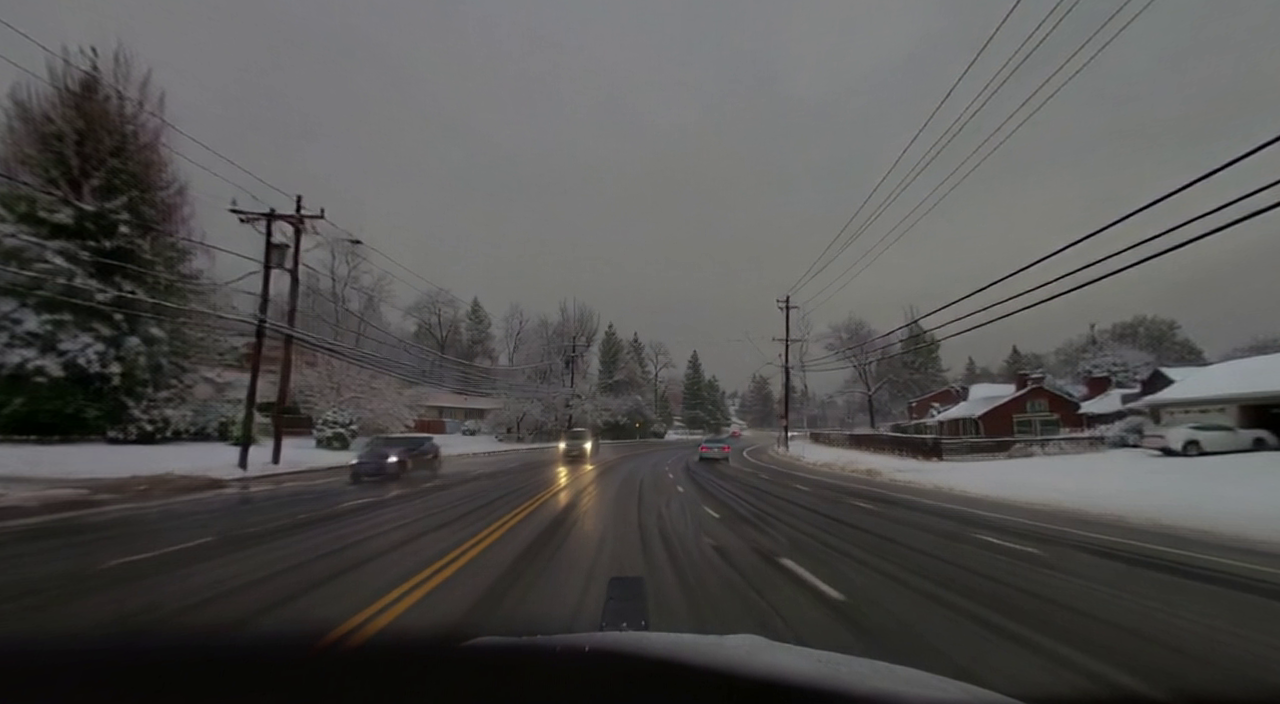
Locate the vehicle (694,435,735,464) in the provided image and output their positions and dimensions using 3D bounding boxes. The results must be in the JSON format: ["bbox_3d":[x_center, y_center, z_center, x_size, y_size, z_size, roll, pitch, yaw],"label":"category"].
[{"bbox_3d":[3.996,5.335,34.433,1.982,1.451,4.152,-1,-9,3],"label":"vehicle"}]

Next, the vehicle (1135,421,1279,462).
[{"bbox_3d":[22.504,3.523,24.809,4.444,1.479,1.913,0,-8,-2],"label":"vehicle"}]

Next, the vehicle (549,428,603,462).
[{"bbox_3d":[-3.551,5.305,35.848,2.191,1.771,4.981,-1,-9,4],"label":"vehicle"}]

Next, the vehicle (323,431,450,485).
[{"bbox_3d":[-7.789,3.325,19.976,2.019,1.476,4.786,0,-9,0],"label":"vehicle"}]
